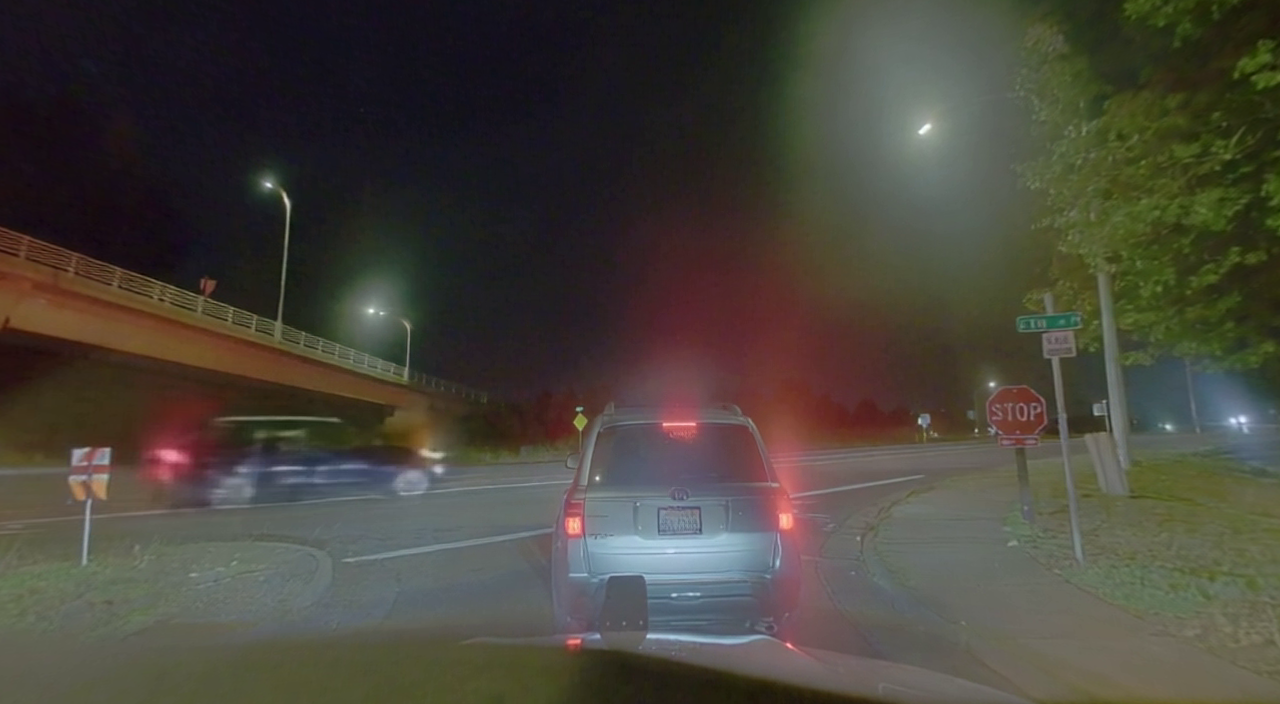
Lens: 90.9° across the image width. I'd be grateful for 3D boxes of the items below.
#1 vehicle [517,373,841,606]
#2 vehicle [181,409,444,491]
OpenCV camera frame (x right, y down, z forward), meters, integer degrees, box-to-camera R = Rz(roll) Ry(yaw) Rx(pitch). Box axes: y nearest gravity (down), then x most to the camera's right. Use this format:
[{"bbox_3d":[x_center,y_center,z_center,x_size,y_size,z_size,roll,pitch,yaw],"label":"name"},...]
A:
[{"bbox_3d":[0.310,1.388,7.137,2.494,1.804,4.336,0,-9,0],"label":"vehicle"},{"bbox_3d":[-7.477,2.293,14.861,5.060,1.648,2.038,5,-10,-28],"label":"vehicle"}]
